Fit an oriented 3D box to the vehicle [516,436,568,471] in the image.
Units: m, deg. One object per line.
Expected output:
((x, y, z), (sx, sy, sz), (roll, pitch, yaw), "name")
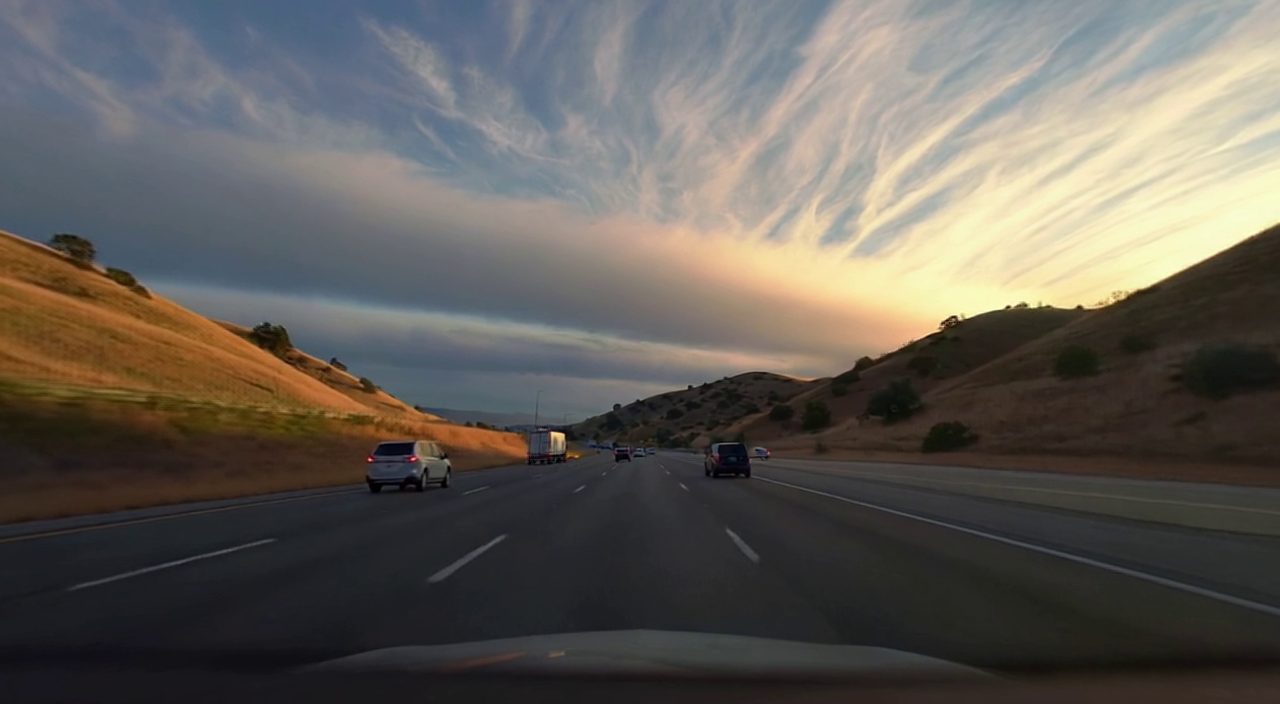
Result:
((-7.555, 7.999, 49.537), (2.937, 2.509, 7.090), (0, -9, 0), "vehicle")

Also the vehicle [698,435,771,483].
((3.770, 4.396, 26.106), (2.231, 1.789, 4.700), (0, -9, -1), "vehicle")

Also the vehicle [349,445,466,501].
((-7.239, 3.791, 20.234), (1.935, 1.550, 4.883), (0, -9, 0), "vehicle")
